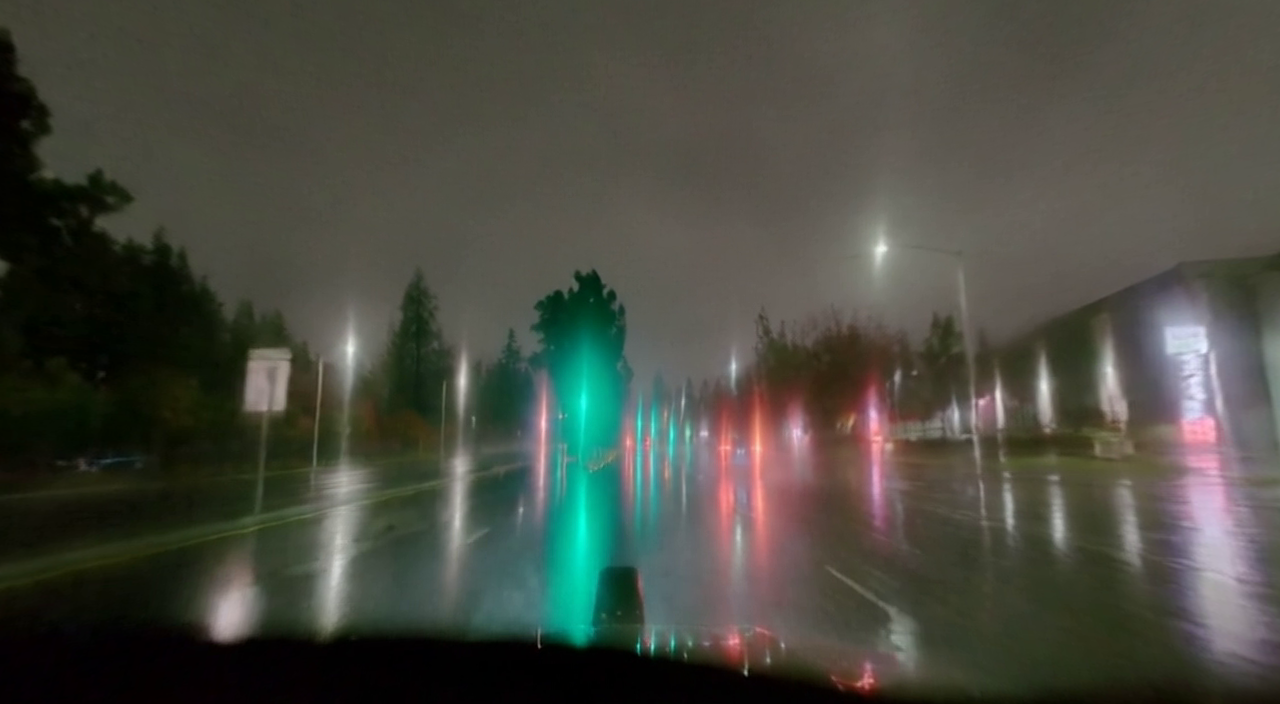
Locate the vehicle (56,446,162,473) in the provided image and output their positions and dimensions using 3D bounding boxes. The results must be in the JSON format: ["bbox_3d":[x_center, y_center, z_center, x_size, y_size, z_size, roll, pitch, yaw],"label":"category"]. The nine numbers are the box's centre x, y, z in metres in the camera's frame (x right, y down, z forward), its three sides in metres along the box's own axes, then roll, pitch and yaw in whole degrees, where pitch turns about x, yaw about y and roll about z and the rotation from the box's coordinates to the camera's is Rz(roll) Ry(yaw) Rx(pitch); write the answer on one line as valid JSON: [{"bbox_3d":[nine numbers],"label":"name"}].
[{"bbox_3d":[-30.352,6.141,36.182,4.522,1.474,1.862,-1,-8,4],"label":"vehicle"}]

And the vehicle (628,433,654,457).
[{"bbox_3d":[0.054,7.291,49.521,1.988,1.800,4.322,0,-8,0],"label":"vehicle"}]

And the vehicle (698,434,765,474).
[{"bbox_3d":[3.643,4.163,26.009,1.948,1.479,4.620,0,-8,-2],"label":"vehicle"}]
